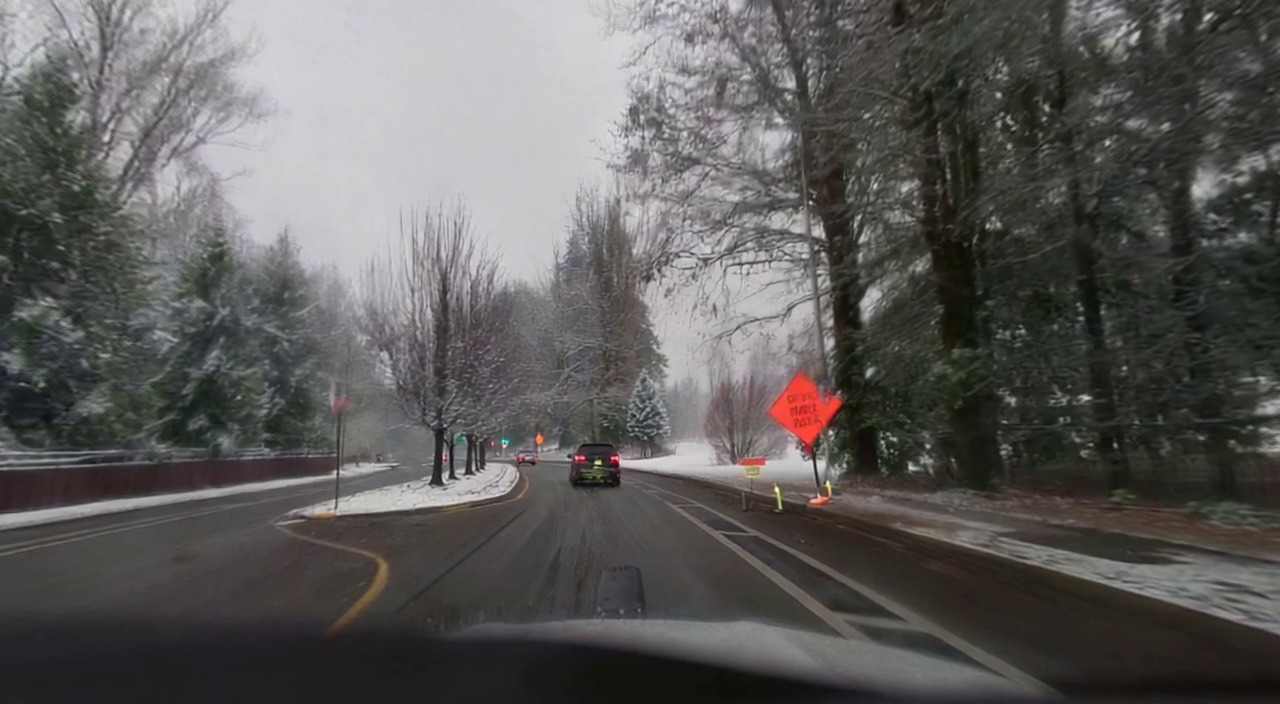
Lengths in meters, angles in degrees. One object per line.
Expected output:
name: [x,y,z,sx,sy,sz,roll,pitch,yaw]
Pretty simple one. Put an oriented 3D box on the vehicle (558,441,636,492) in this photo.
vehicle: [-1.582,3.824,21.509,2.266,1.508,4.430,1,-9,-9]
